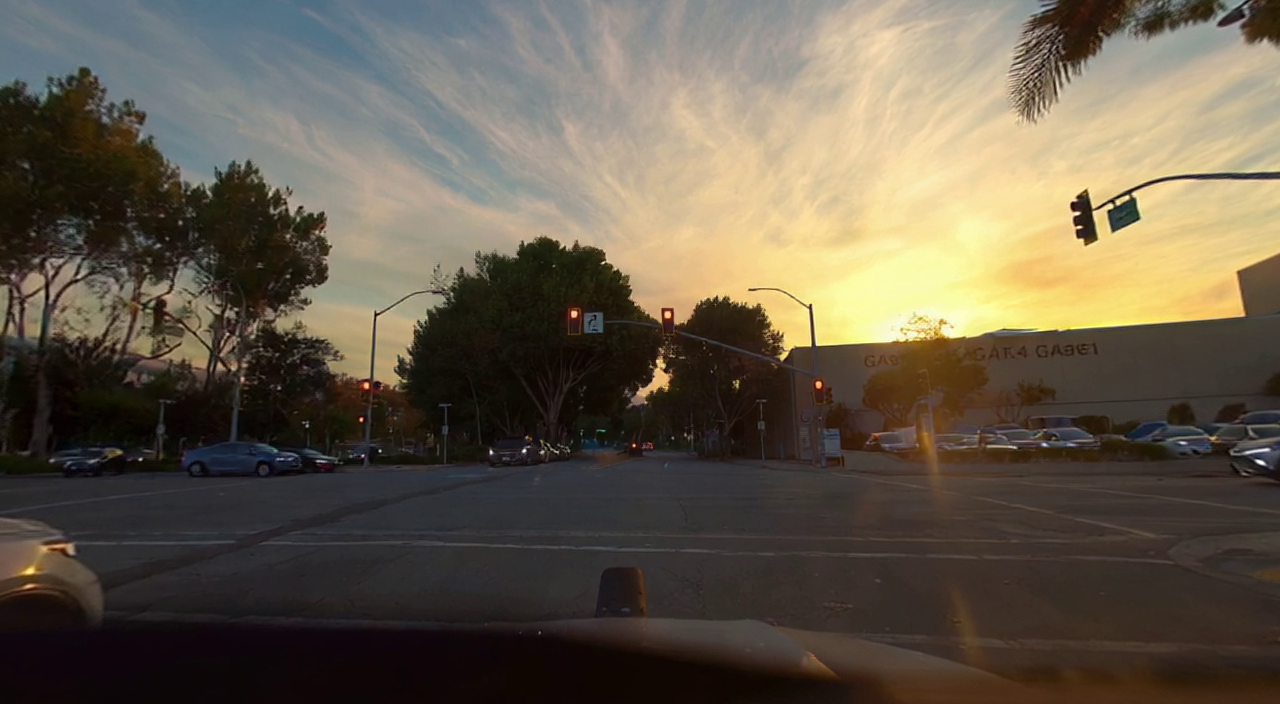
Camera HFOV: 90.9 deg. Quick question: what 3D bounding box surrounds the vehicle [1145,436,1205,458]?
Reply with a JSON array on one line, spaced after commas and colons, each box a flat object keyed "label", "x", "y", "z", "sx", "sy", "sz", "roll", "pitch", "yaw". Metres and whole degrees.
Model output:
[{"label": "vehicle", "x": 41.213, "y": 7.366, "z": 48.696, "sx": 1.767, "sy": 1.456, "sz": 4.191, "roll": -5, "pitch": -12, "yaw": 15}]

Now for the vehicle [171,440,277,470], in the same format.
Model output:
[{"label": "vehicle", "x": -24.545, "y": 6.070, "z": 37.315, "sx": 4.844, "sy": 1.690, "sz": 2.028, "roll": 0, "pitch": -8, "yaw": 2}]

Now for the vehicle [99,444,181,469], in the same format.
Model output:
[{"label": "vehicle", "x": -38.665, "y": 8.066, "z": 48.826, "sx": 4.516, "sy": 1.834, "sz": 2.016, "roll": 0, "pitch": -8, "yaw": -1}]

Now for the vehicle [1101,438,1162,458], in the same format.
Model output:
[{"label": "vehicle", "x": 38.492, "y": 7.544, "z": 49.500, "sx": 1.837, "sy": 1.514, "sz": 4.786, "roll": -2, "pitch": -9, "yaw": 13}]

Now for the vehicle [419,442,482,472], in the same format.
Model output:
[{"label": "vehicle", "x": -10.635, "y": 5.903, "z": 35.701, "sx": 2.041, "sy": 1.548, "sz": 4.868, "roll": 0, "pitch": -8, "yaw": 0}]

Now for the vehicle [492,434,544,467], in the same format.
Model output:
[{"label": "vehicle", "x": -7.160, "y": 5.851, "z": 37.451, "sx": 2.081, "sy": 1.818, "sz": 4.782, "roll": 0, "pitch": -8, "yaw": 1}]

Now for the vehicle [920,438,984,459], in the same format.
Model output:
[{"label": "vehicle", "x": 21.472, "y": 6.646, "z": 43.376, "sx": 3.576, "sy": 1.425, "sz": 1.702, "roll": 2, "pitch": -9, "yaw": -12}]

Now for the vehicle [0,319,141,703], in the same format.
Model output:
[{"label": "vehicle", "x": -3.423, "y": 0.519, "z": 0.692, "sx": 2.000, "sy": 1.789, "sz": 4.638, "roll": 0, "pitch": -8, "yaw": -2}]
